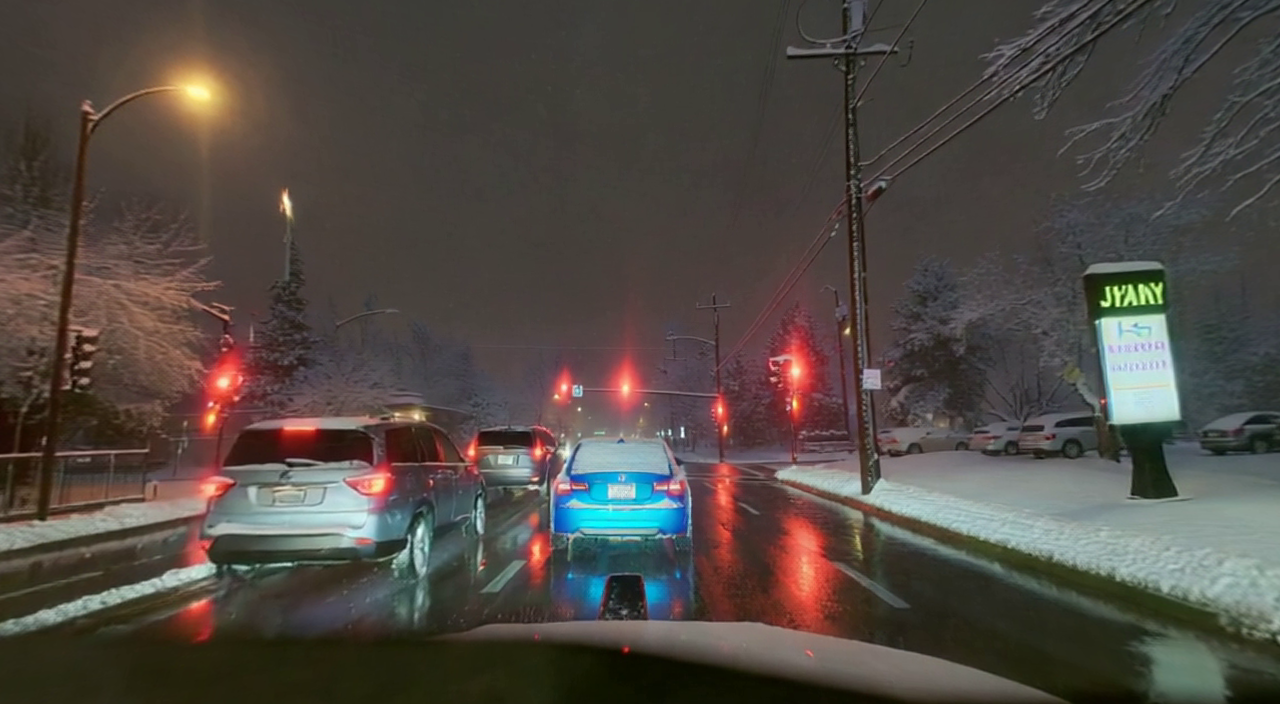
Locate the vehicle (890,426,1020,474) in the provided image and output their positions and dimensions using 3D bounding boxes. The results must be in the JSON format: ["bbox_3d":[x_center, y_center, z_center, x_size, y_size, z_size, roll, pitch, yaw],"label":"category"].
[{"bbox_3d":[10.643,3.351,21.731,1.842,1.471,4.481,1,-8,-5],"label":"vehicle"}]

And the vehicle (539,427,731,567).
[{"bbox_3d":[-0.147,1.873,8.980,2.070,1.481,4.216,0,-8,-3],"label":"vehicle"}]

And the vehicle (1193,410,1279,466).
[{"bbox_3d":[18.709,2.558,18.671,4.446,1.511,1.977,4,-10,-29],"label":"vehicle"}]

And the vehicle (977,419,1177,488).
[{"bbox_3d":[10.528,2.491,15.690,1.888,1.455,4.268,0,-8,0],"label":"vehicle"}]

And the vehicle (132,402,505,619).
[{"bbox_3d":[-2.932,1.523,6.932,2.003,1.681,3.878,0,-8,0],"label":"vehicle"}]
